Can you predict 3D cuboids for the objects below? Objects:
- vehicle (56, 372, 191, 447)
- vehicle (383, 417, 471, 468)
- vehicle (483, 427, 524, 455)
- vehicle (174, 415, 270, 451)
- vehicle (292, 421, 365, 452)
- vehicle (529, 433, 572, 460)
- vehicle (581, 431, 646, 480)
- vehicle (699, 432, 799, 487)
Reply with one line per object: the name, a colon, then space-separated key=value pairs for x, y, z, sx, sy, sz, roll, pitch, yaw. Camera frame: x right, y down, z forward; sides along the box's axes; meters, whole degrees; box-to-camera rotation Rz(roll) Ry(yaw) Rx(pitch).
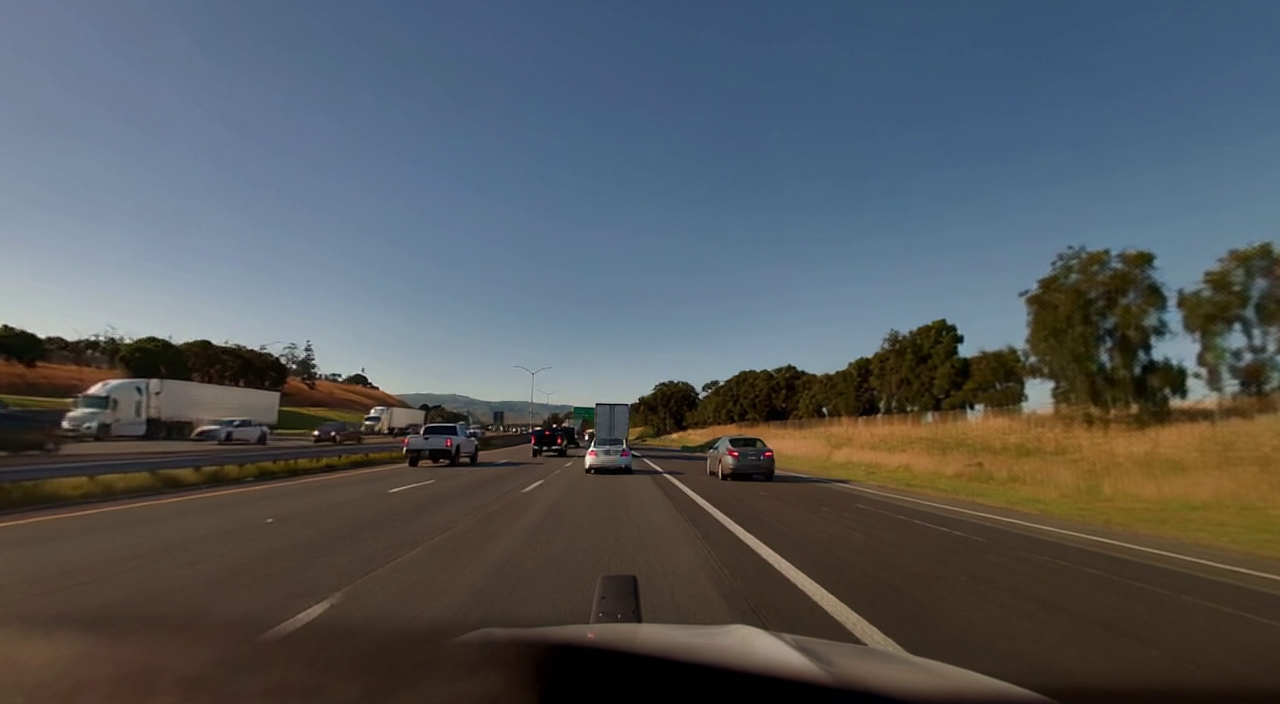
vehicle: x=-28.562 y=3.310 z=35.117 sx=2.908 sy=3.868 sz=5.411 roll=0 pitch=-8 yaw=-3
vehicle: x=-8.699 y=3.741 z=26.180 sx=2.158 sy=1.943 sz=4.662 roll=0 pitch=-8 yaw=-2
vehicle: x=-9.473 y=6.205 z=43.933 sx=1.992 sy=1.838 sz=4.493 roll=0 pitch=-8 yaw=-2
vehicle: x=-19.817 y=3.893 z=30.021 sx=1.831 sy=1.575 sz=4.218 roll=0 pitch=-8 yaw=-3
vehicle: x=-16.188 y=4.422 z=32.897 sx=1.903 sy=1.506 sz=3.980 roll=0 pitch=-8 yaw=-3
vehicle: x=-5.186 y=5.522 z=37.017 sx=2.046 sy=1.493 sz=4.384 roll=0 pitch=-8 yaw=-2
vehicle: x=-0.885 y=3.410 z=21.093 sx=1.980 sy=1.478 sz=3.758 roll=0 pitch=-8 yaw=-2
vehicle: x=3.175 y=3.207 z=19.289 sx=1.981 sy=1.474 sz=4.396 roll=0 pitch=-8 yaw=-4
